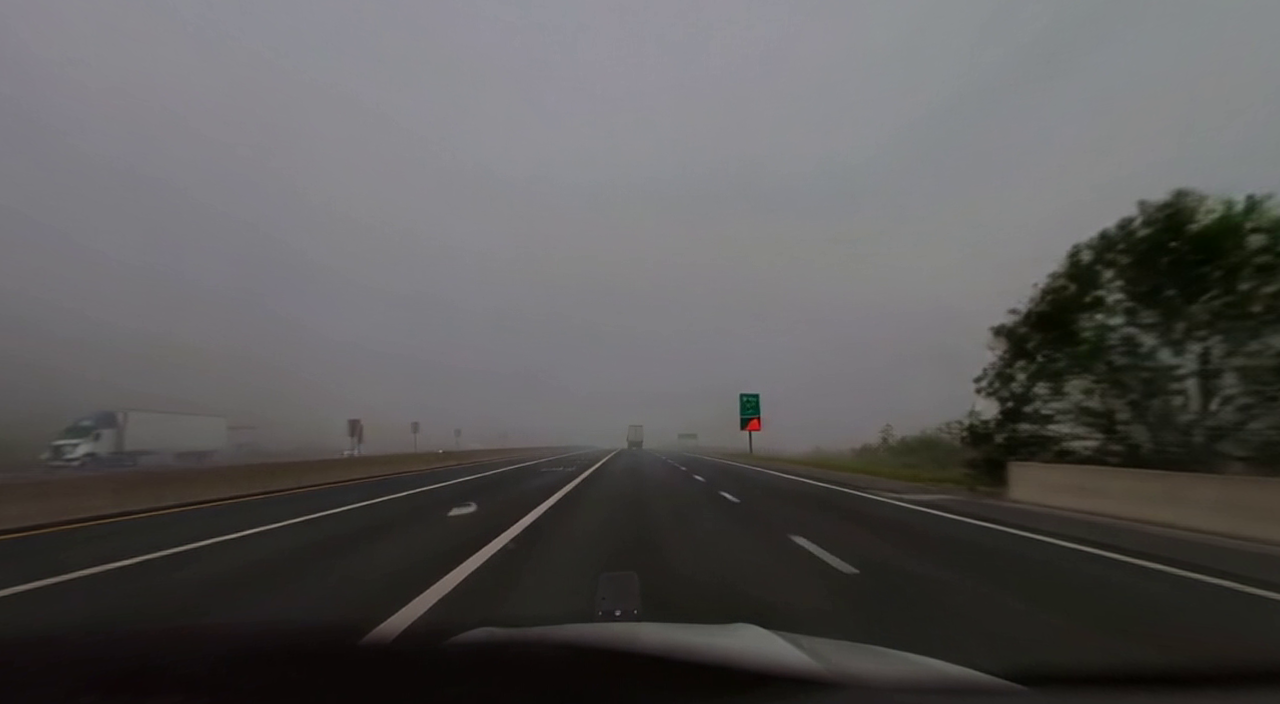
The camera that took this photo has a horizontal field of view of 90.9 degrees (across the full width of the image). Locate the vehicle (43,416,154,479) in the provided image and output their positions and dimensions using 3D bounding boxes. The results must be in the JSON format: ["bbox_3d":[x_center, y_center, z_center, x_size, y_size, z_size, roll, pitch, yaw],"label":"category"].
[{"bbox_3d":[-37.973,6.671,44.564,2.907,4.047,5.959,1,-8,-8],"label":"vehicle"}]
